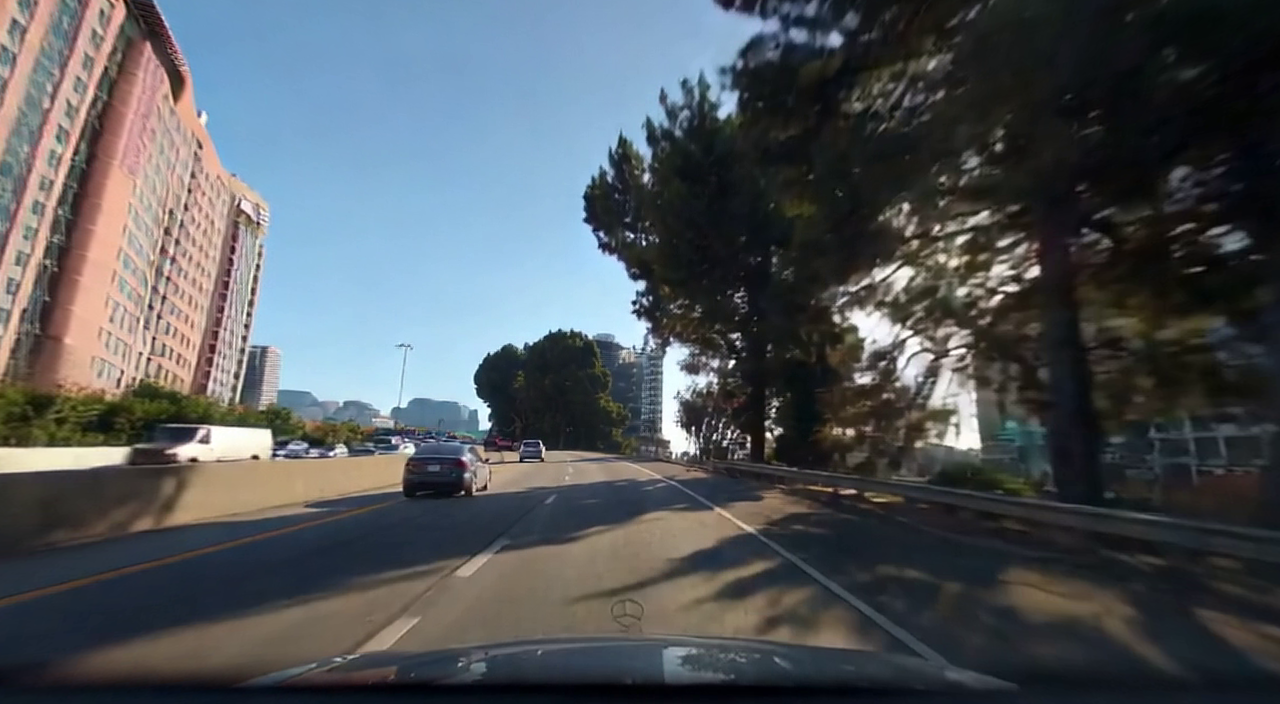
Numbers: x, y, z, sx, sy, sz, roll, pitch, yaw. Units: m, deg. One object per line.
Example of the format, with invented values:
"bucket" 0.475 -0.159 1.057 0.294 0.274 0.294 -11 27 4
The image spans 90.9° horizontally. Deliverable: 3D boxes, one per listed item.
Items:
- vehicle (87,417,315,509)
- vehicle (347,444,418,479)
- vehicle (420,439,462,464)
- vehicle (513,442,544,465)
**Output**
"vehicle" -10.365 2.677 15.601 2.151 1.871 5.177 0 -9 -4
"vehicle" -11.733 4.991 29.017 1.902 1.468 4.103 0 -9 -6
"vehicle" -14.087 7.069 44.885 2.028 1.675 4.870 1 -9 -9
"vehicle" -7.680 7.048 43.738 1.885 1.469 4.211 1 -9 -8
